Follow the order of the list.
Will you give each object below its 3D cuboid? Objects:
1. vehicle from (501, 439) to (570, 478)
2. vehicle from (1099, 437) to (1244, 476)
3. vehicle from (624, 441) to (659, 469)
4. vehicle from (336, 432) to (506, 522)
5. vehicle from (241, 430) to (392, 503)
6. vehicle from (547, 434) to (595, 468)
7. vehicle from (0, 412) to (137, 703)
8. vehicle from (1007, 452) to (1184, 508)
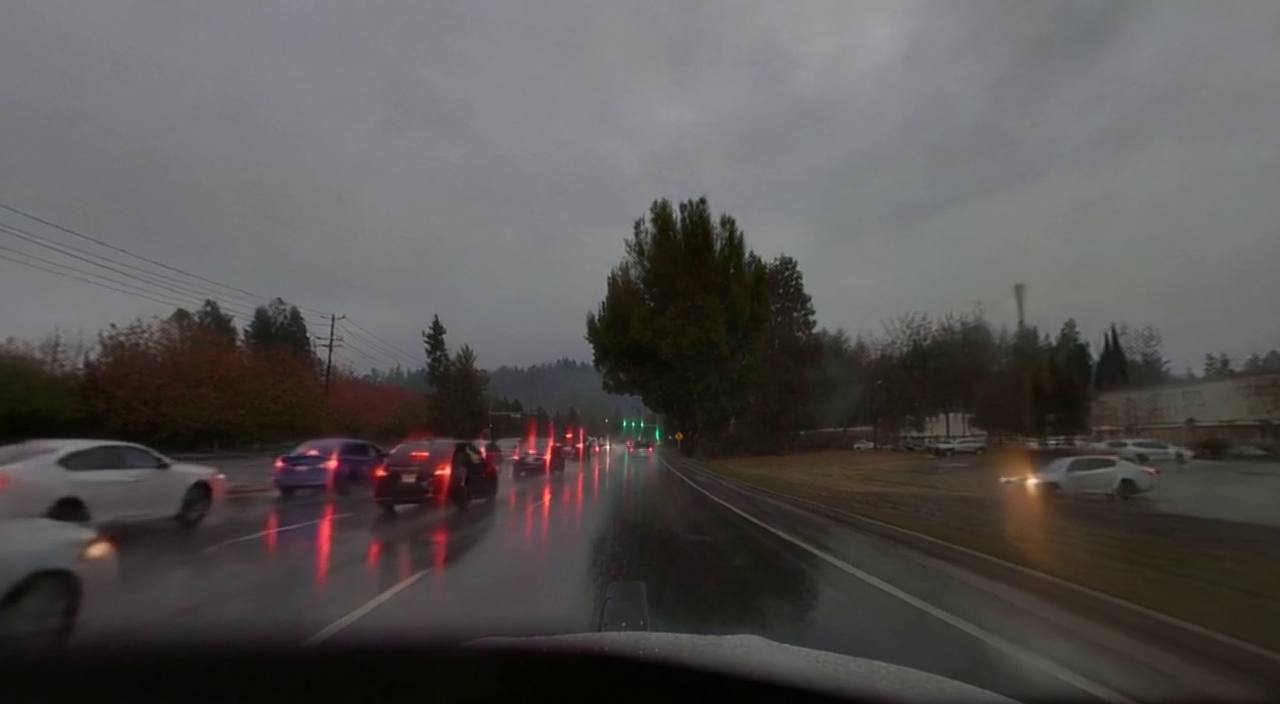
[{"bbox_3d":[-4.143,4.309,25.786,1.975,1.447,4.356,-1,-8,2],"label":"vehicle"},{"bbox_3d":[28.145,5.535,33.537,5.741,1.952,2.128,0,-8,-2],"label":"vehicle"},{"bbox_3d":[0.093,5.779,35.676,1.875,1.453,3.888,0,-8,0],"label":"vehicle"},{"bbox_3d":[-4.198,2.450,12.951,1.871,1.502,4.240,-1,-8,1],"label":"vehicle"},{"bbox_3d":[-7.771,2.759,15.601,1.766,1.553,3.696,0,-8,0],"label":"vehicle"},{"bbox_3d":[-3.779,5.513,35.232,2.130,1.749,4.904,0,-8,0],"label":"vehicle"},{"bbox_3d":[-4.308,0.867,1.859,1.904,1.496,4.481,-1,-8,1],"label":"vehicle"},{"bbox_3d":[14.824,4.161,20.717,4.265,1.693,1.902,0,-8,0],"label":"vehicle"}]
